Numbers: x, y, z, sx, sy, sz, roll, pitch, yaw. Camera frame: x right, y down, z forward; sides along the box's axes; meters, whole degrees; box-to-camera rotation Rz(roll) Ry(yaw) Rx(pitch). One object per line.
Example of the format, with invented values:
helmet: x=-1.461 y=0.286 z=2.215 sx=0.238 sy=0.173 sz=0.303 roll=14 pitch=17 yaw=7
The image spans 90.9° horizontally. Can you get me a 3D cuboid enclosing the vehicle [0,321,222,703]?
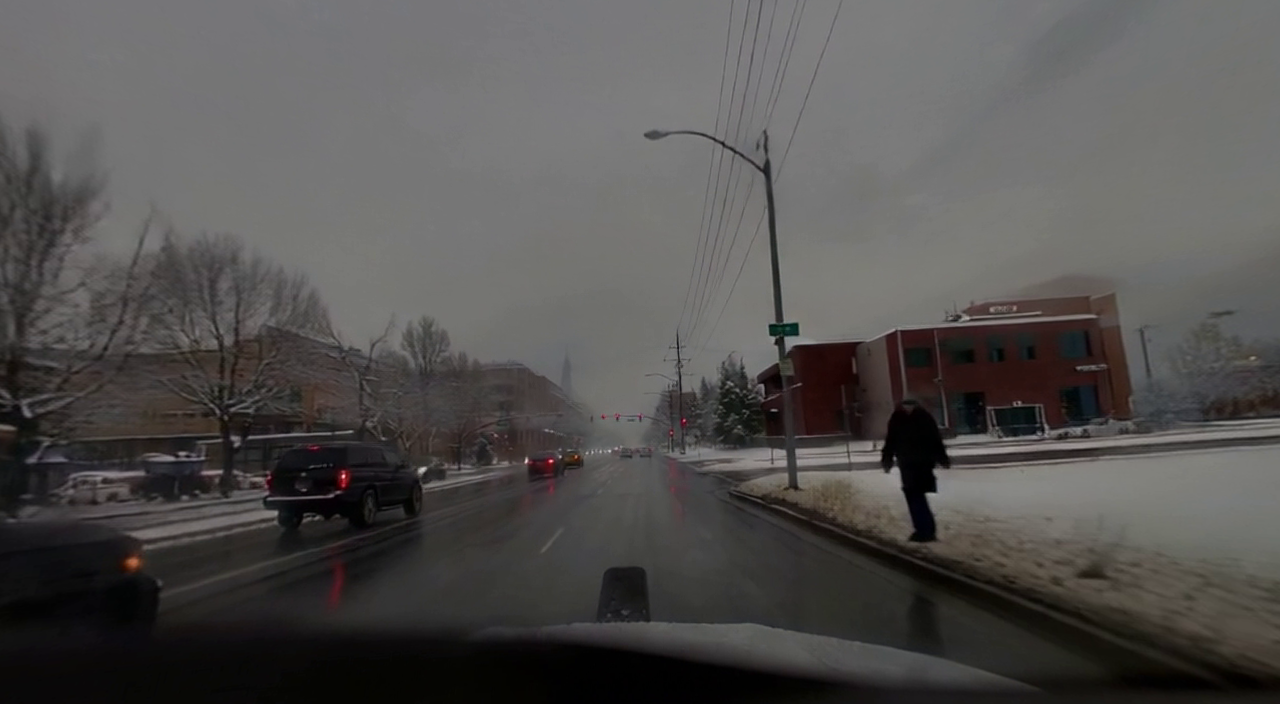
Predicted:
vehicle: x=-3.229 y=0.537 z=0.581 sx=2.277 sy=1.743 sz=4.893 roll=0 pitch=-9 yaw=0

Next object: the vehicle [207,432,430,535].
vehicle: x=-6.197 y=2.600 z=13.010 sx=2.007 sy=1.698 sz=4.759 roll=0 pitch=-9 yaw=1

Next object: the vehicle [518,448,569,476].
vehicle: x=-5.339 y=6.167 z=35.450 sx=2.030 sy=1.488 sz=4.650 roll=0 pitch=-9 yaw=2
